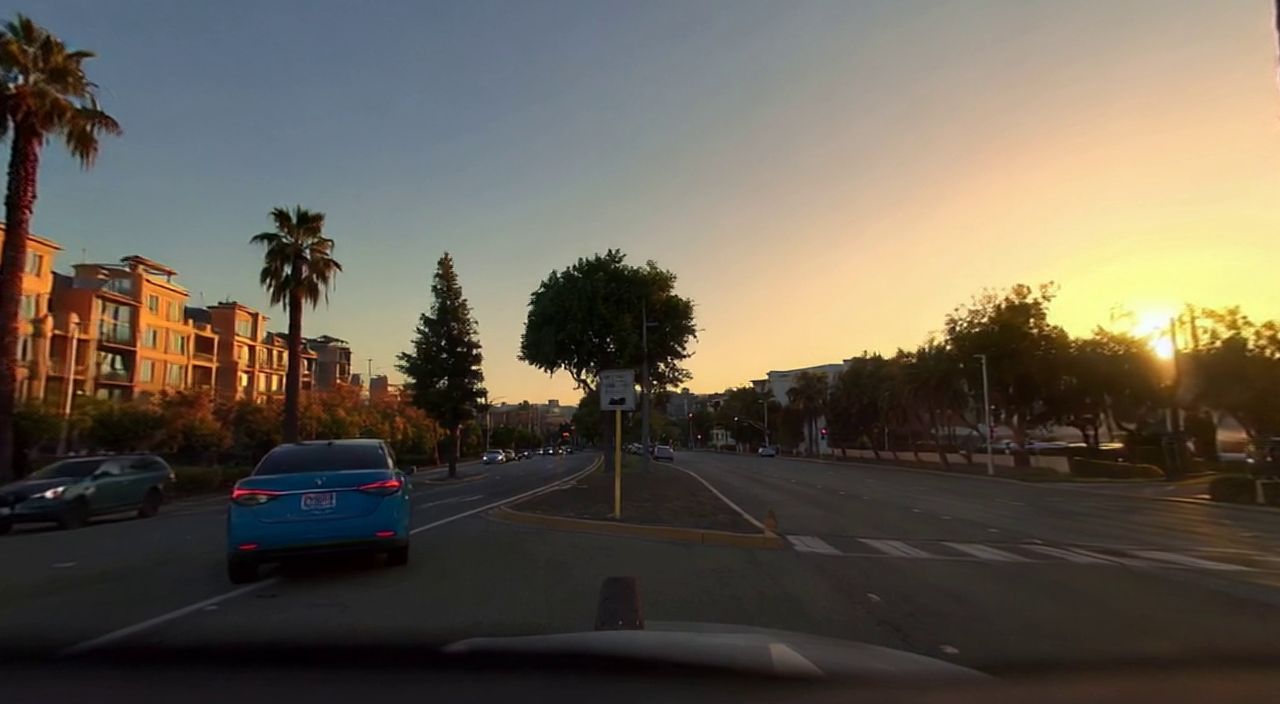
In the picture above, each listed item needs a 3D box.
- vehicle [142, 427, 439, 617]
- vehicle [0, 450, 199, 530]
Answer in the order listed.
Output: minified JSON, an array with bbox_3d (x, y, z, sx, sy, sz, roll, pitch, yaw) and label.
[{"bbox_3d":[-4.255,1.683,7.320,1.986,1.473,4.382,7,-11,-41],"label":"vehicle"},{"bbox_3d":[-12.593,2.971,14.233,2.099,1.464,4.615,0,-9,-2],"label":"vehicle"}]
